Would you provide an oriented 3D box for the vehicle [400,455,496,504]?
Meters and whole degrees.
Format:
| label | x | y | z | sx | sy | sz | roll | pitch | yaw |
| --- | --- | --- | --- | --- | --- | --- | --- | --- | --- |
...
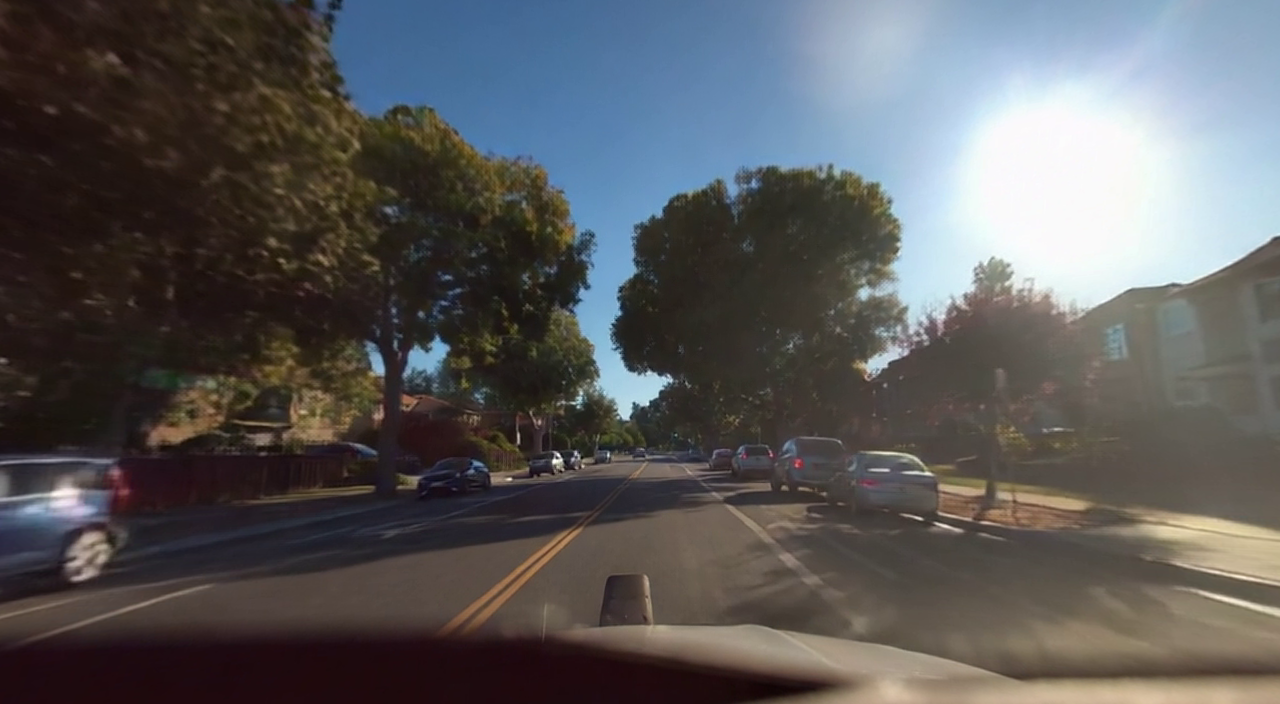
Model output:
| label | x | y | z | sx | sy | sz | roll | pitch | yaw |
| --- | --- | --- | --- | --- | --- | --- | --- | --- | --- |
| vehicle | -6.764 | 4.524 | 22.734 | 1.903 | 1.463 | 4.526 | -1 | -8 | 2 |

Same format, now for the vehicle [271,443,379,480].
| label | x | y | z | sx | sy | sz | roll | pitch | yaw |
| --- | --- | --- | --- | --- | --- | --- | --- | --- | --- |
| vehicle | -17.366 | 6.041 | 34.854 | 4.886 | 1.936 | 2.108 | -2 | -9 | 8 |

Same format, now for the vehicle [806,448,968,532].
| label | x | y | z | sx | sy | sz | roll | pitch | yaw |
| --- | --- | --- | --- | --- | --- | --- | --- | --- | --- |
| vehicle | 4.981 | 2.793 | 13.472 | 1.704 | 1.445 | 4.492 | 0 | -9 | 1 |

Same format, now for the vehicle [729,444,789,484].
| label | x | y | z | sx | sy | sz | roll | pitch | yaw |
| --- | --- | --- | --- | --- | --- | --- | --- | --- | --- |
| vehicle | 5.609 | 5.330 | 30.345 | 2.137 | 1.747 | 4.797 | -1 | -9 | 2 |

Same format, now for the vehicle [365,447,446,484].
| label | x | y | z | sx | sy | sz | roll | pitch | yaw |
| --- | --- | --- | --- | --- | --- | --- | --- | --- | --- |
| vehicle | -12.608 | 6.079 | 34.039 | 3.513 | 1.829 | 1.976 | -1 | -8 | 11 |

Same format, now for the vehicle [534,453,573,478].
| label | x | y | z | sx | sy | sz | roll | pitch | yaw |
| --- | --- | --- | --- | --- | --- | --- | --- | --- | --- |
| vehicle | -6.074 | 7.992 | 44.585 | 1.971 | 1.479 | 4.307 | -2 | -8 | 3 |

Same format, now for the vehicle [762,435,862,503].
| label | x | y | z | sx | sy | sz | roll | pitch | yaw |
| --- | --- | --- | --- | --- | --- | --- | --- | --- | --- |
| vehicle | 5.121 | 3.544 | 19.500 | 2.089 | 1.831 | 4.492 | -1 | -9 | 4 |

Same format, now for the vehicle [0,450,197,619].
| label | x | y | z | sx | sy | sz | roll | pitch | yaw |
| --- | --- | --- | --- | --- | --- | --- | --- | --- | --- |
| vehicle | -7.381 | 1.912 | 6.652 | 1.996 | 1.628 | 4.603 | -1 | -8 | 1 |
